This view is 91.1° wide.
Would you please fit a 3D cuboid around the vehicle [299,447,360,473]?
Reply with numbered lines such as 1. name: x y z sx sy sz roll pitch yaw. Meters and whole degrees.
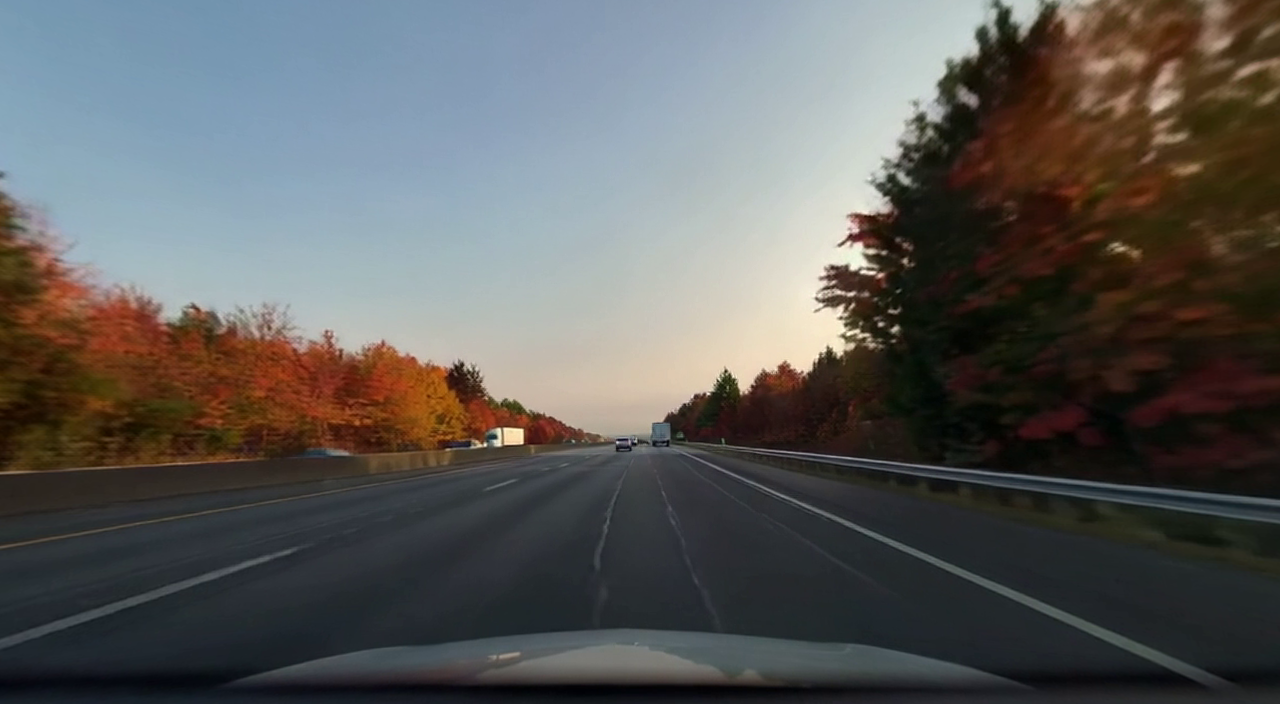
1. vehicle: -19.199 6.644 38.948 1.774 1.458 3.786 -1 -8 1
